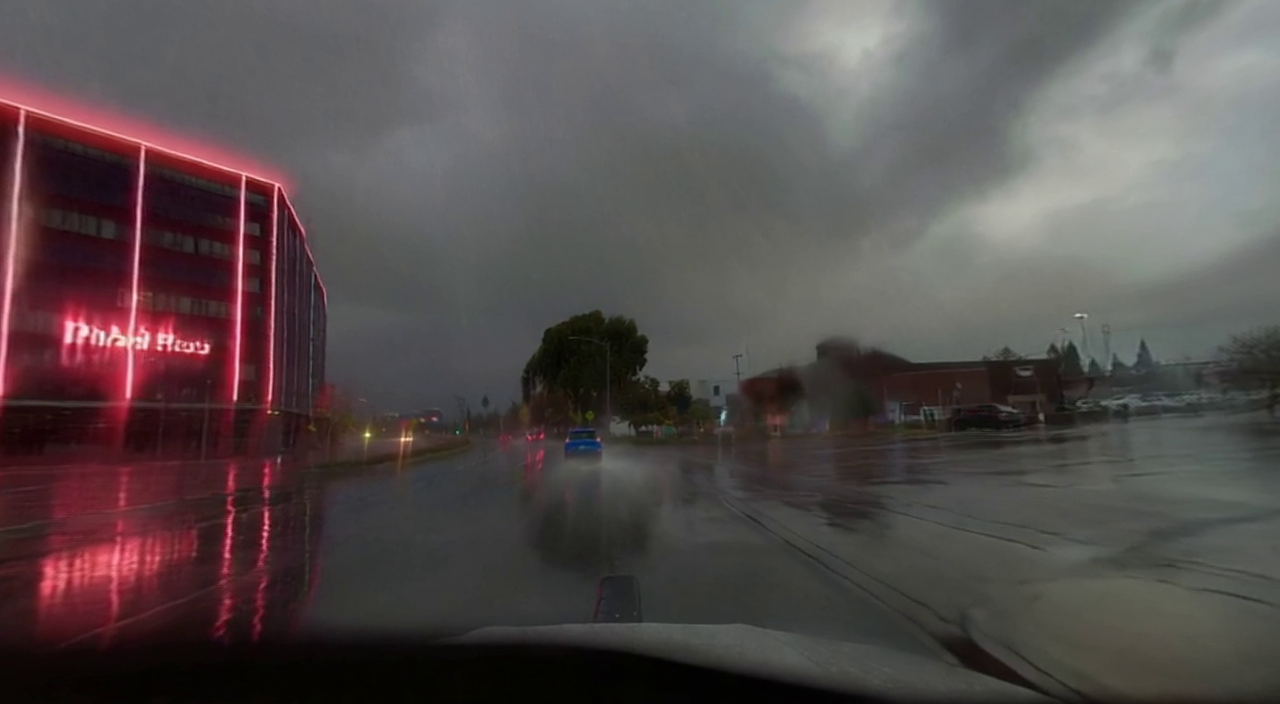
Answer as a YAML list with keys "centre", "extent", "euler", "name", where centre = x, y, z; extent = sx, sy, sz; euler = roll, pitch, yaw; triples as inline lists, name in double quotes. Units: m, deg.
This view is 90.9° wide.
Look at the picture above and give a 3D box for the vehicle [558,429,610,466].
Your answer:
- centre: [-2.685, 4.393, 29.211]
  extent: [2.231, 1.572, 4.227]
  euler: [1, -8, -7]
  name: "vehicle"
